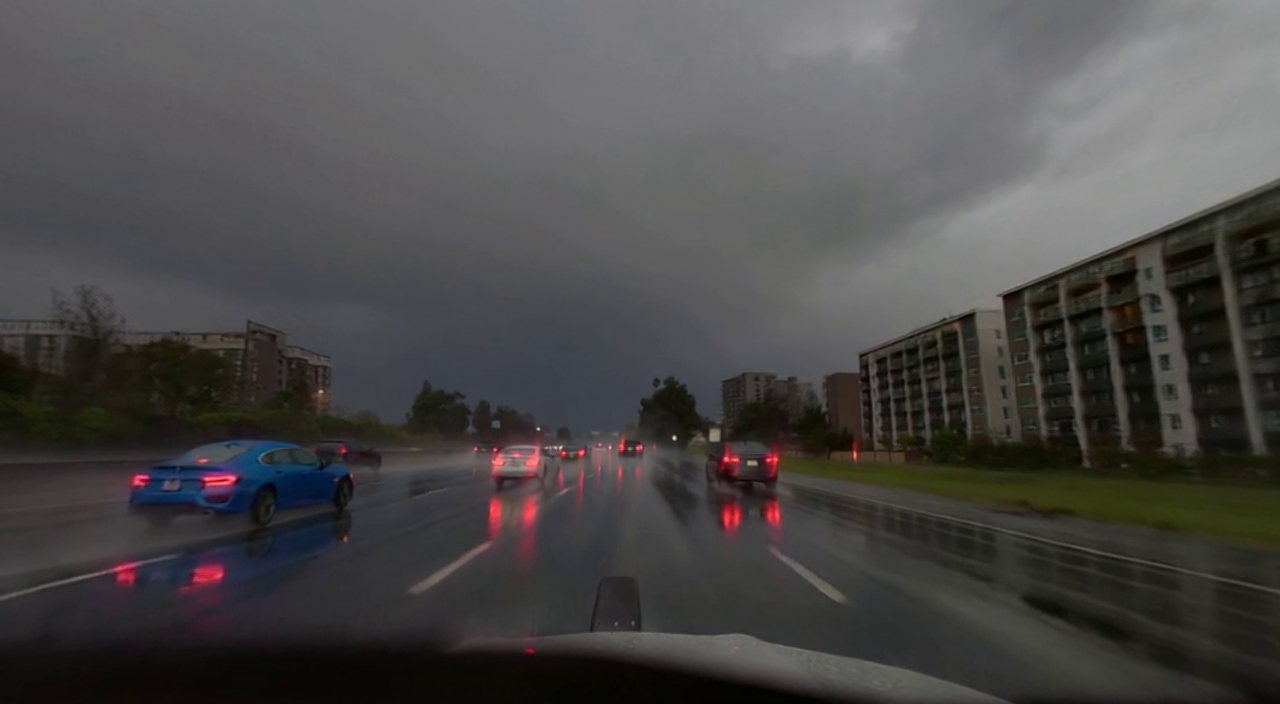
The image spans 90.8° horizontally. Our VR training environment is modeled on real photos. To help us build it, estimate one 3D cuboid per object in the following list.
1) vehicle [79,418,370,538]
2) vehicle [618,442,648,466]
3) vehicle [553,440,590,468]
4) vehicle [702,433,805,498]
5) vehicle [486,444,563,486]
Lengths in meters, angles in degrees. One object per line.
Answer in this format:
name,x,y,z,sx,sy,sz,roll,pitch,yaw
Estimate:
vehicle,-7.326,2.268,12.059,2.086,1.776,5.080,0,-9,0
vehicle,-0.521,7.305,45.465,2.053,1.650,3.945,0,-9,-1
vehicle,-4.564,6.840,42.574,2.044,1.774,4.329,0,-9,0
vehicle,3.158,3.258,18.604,2.061,1.658,4.417,0,-8,-2
vehicle,-4.238,4.229,23.999,2.124,1.426,4.444,0,-8,-1
